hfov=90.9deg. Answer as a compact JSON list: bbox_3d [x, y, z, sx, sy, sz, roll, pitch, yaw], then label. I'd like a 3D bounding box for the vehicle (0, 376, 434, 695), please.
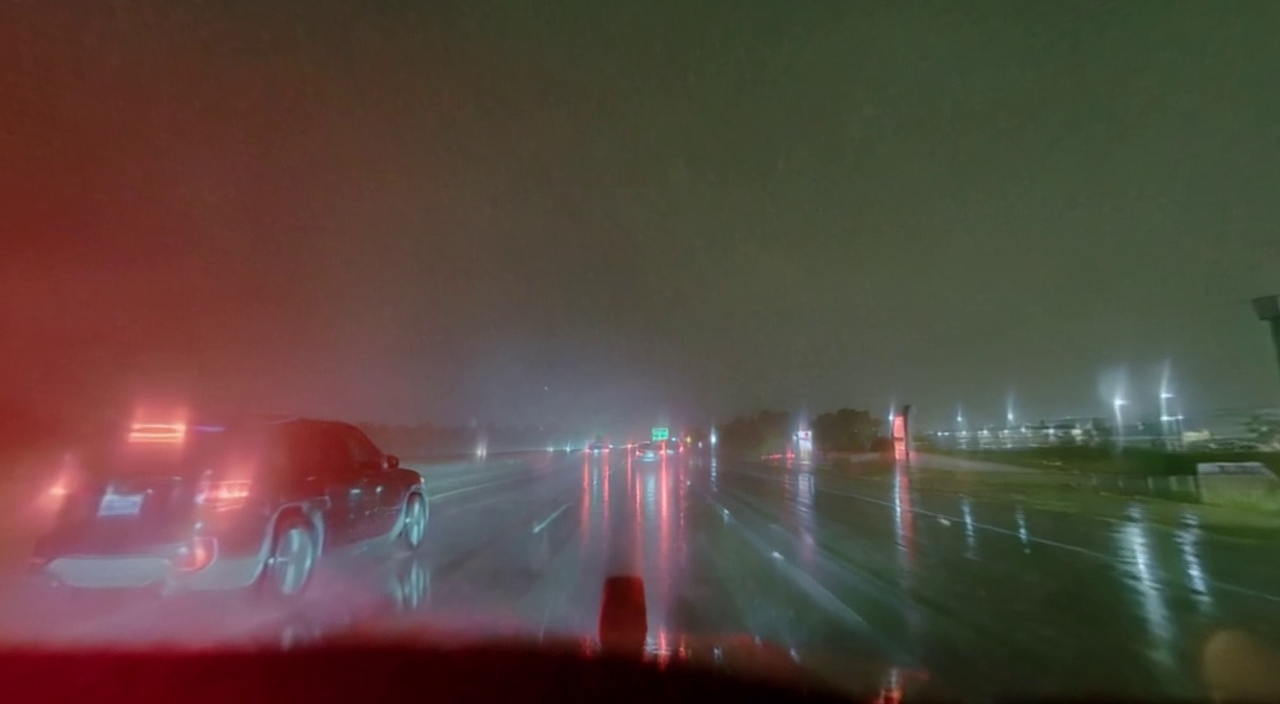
[{"bbox_3d":[-3.872,1.354,5.890,2.239,1.761,4.620,0,-8,1],"label":"vehicle"}]

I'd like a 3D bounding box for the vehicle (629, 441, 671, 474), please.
[{"bbox_3d":[0.463,5.346,32.118,2.000,1.558,3.945,0,-8,0],"label":"vehicle"}]
